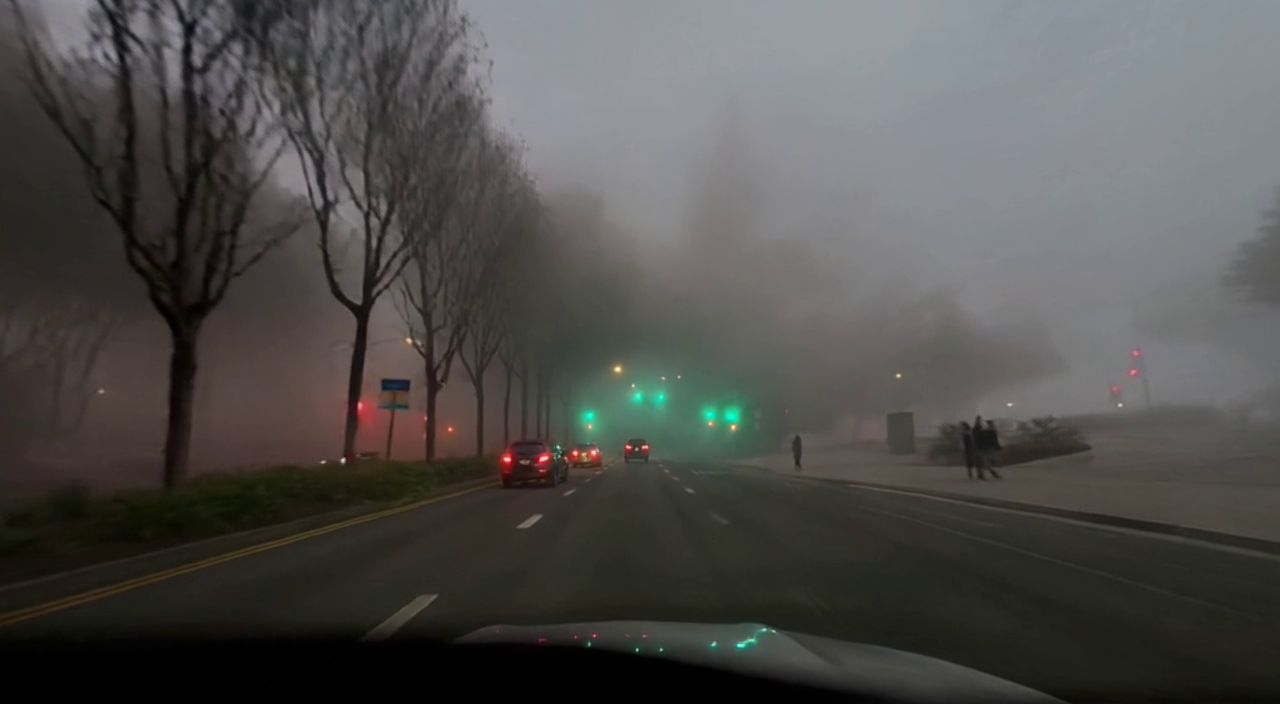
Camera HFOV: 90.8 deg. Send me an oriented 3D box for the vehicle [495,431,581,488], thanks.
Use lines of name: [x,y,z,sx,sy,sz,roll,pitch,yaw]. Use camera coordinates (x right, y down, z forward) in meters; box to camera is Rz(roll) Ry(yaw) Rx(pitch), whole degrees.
vehicle: [-3.306,3.594,21.449,2.116,1.725,4.315,0,-8,1]

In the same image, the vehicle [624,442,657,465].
vehicle: [0.030,6.657,41.604,2.095,1.438,3.843,0,-8,0]

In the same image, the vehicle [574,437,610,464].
vehicle: [-3.324,6.981,45.016,2.152,1.802,4.628,0,-8,1]
